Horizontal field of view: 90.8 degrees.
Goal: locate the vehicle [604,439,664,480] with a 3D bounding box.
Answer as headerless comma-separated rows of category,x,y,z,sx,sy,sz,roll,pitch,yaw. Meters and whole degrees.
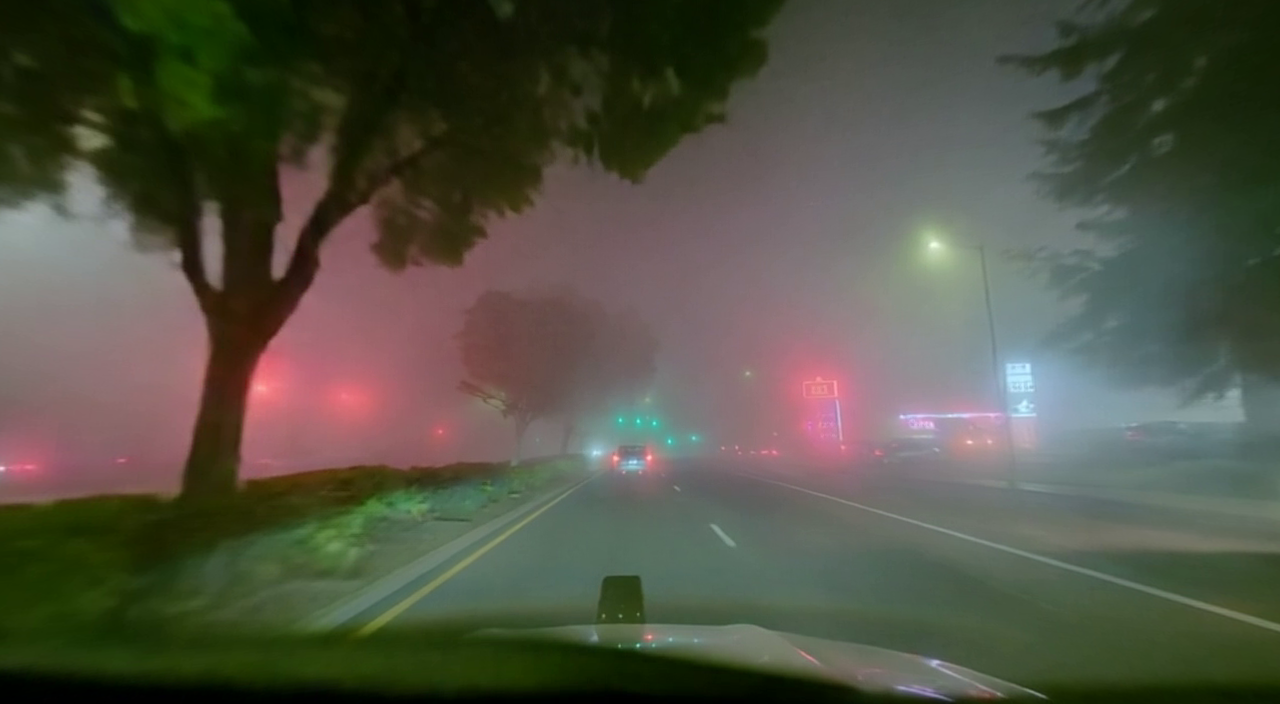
vehicle,-0.242,4.244,25.196,2.185,1.473,3.925,0,-8,-1

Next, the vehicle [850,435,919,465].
vehicle,15.807,6.355,41.179,2.377,1.783,5.145,0,-8,-1

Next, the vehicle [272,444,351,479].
vehicle,-19.385,6.438,37.572,2.129,1.794,4.967,-2,-8,-1

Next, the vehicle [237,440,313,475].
vehicle,-24.176,6.987,42.113,2.202,2.103,4.899,-1,-8,-1

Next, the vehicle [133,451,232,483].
vehicle,-24.073,6.025,33.512,1.915,1.460,4.717,0,-8,-3

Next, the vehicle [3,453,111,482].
vehicle,-32.785,6.478,35.657,4.303,1.464,1.799,7,-11,-42
